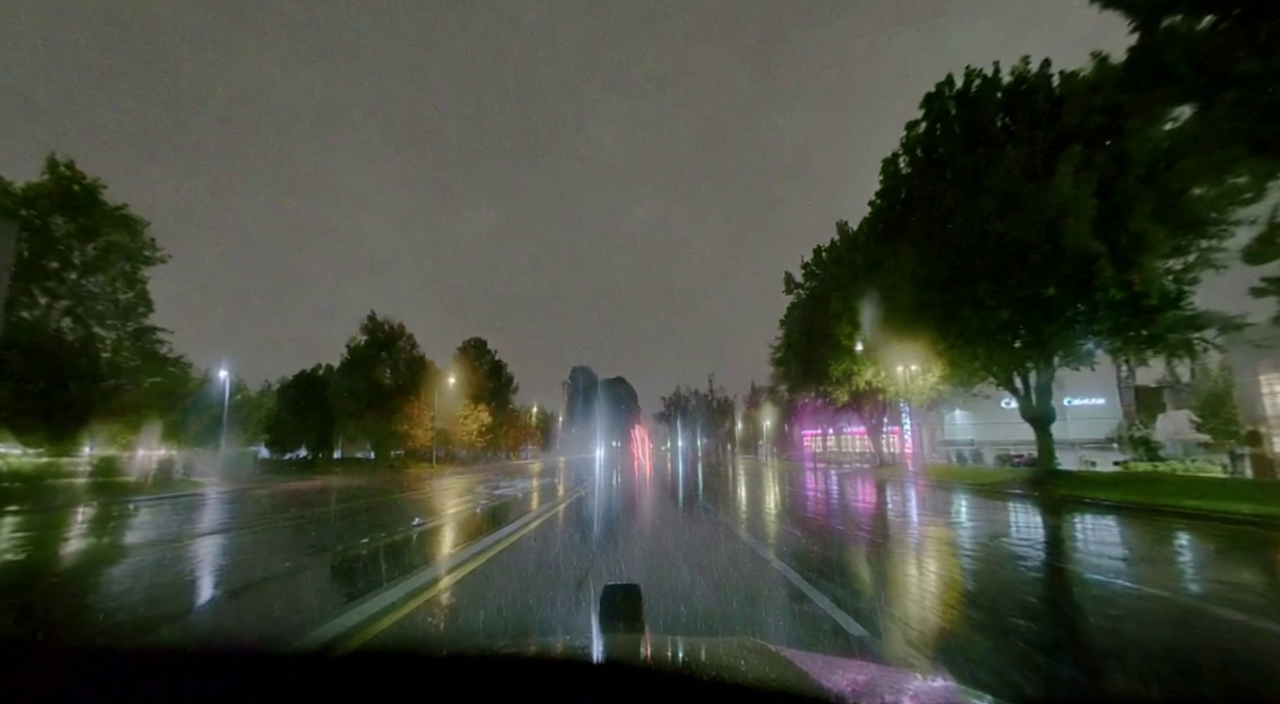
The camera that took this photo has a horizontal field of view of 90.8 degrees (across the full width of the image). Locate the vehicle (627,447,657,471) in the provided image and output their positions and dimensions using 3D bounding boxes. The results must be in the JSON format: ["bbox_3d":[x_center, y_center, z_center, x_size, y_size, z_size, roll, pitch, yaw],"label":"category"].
[{"bbox_3d":[0.158,7.852,46.726,2.095,1.647,4.205,0,-8,0],"label":"vehicle"}]
